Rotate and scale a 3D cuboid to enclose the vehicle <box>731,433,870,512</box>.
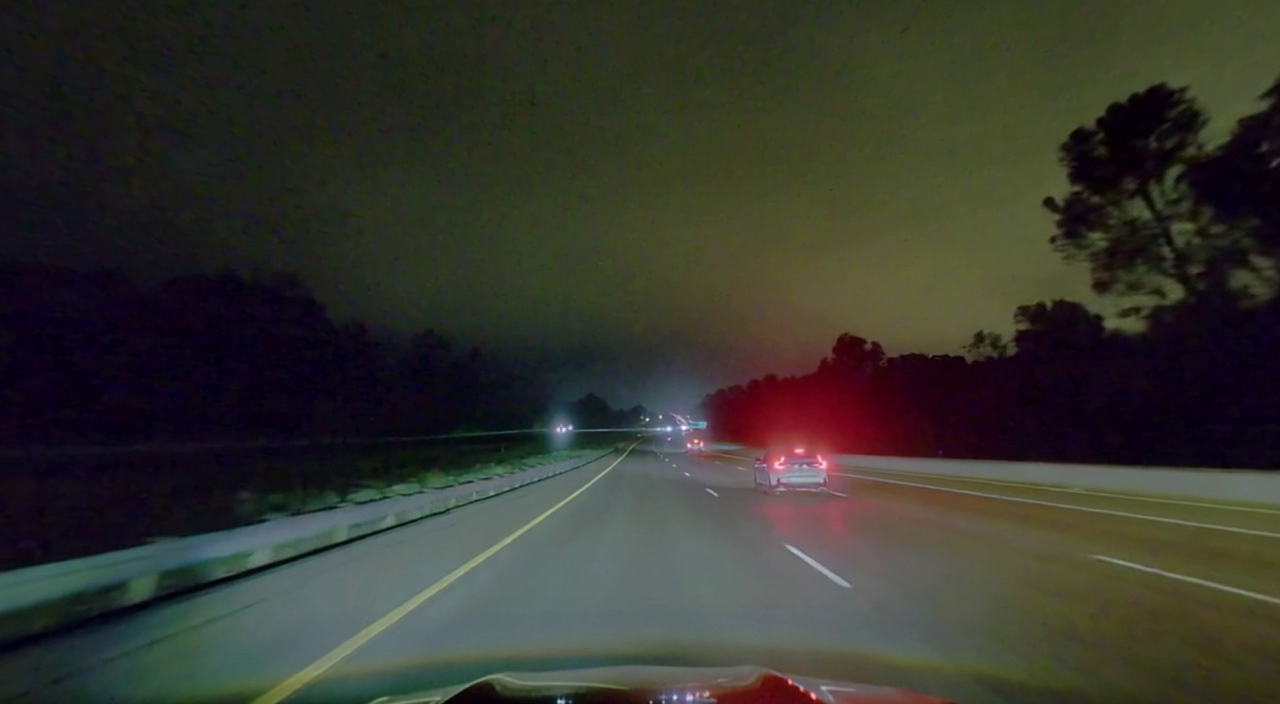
[{"bbox_3d":[3.517,2.741,14.774,2.050,1.546,4.344,-1,-9,-1],"label":"vehicle"}]
